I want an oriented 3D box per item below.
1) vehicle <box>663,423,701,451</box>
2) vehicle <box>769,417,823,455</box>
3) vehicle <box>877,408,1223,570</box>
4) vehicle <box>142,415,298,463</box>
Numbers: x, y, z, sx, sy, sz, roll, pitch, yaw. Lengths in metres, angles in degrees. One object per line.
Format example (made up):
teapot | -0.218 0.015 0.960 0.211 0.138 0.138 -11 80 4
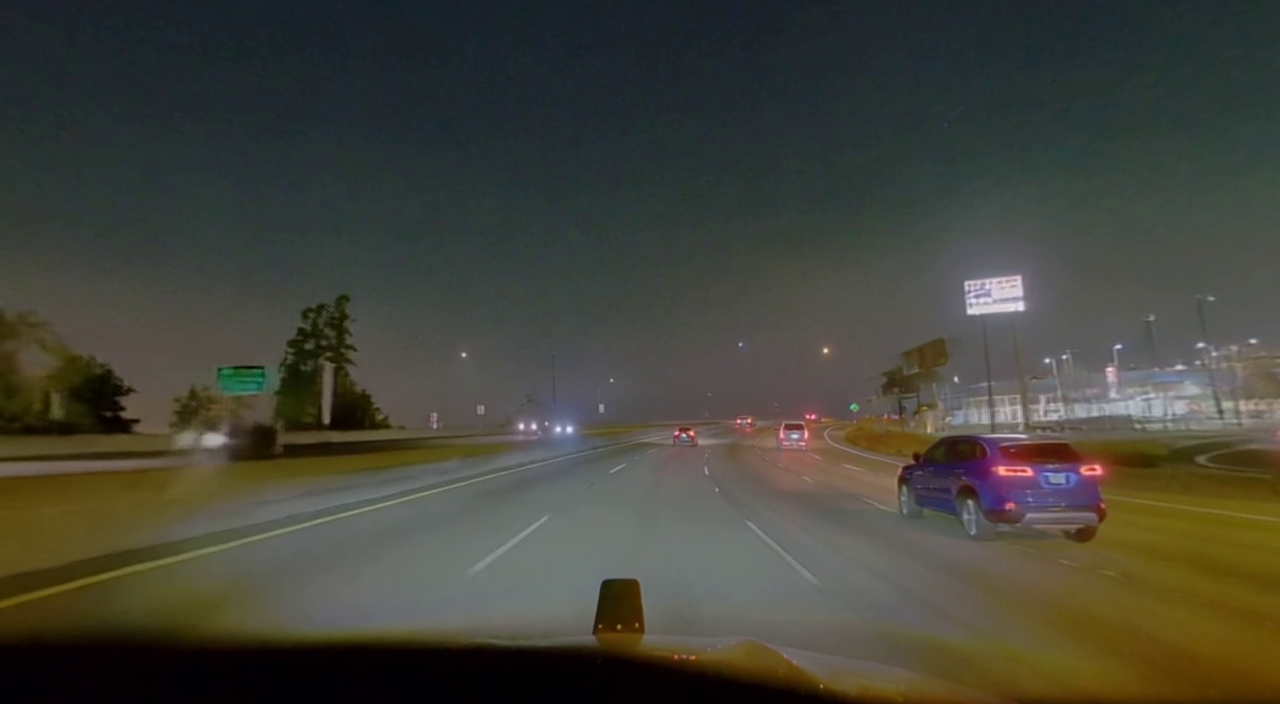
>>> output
vehicle | 2.879 5.790 42.661 2.181 1.768 4.383 -1 -9 9
vehicle | 9.725 5.372 40.028 2.526 2.230 6.190 -1 -8 7
vehicle | 5.080 1.739 8.799 2.097 1.659 4.320 0 -8 4
vehicle | -14.640 3.105 22.458 1.967 1.496 4.871 0 -8 4
